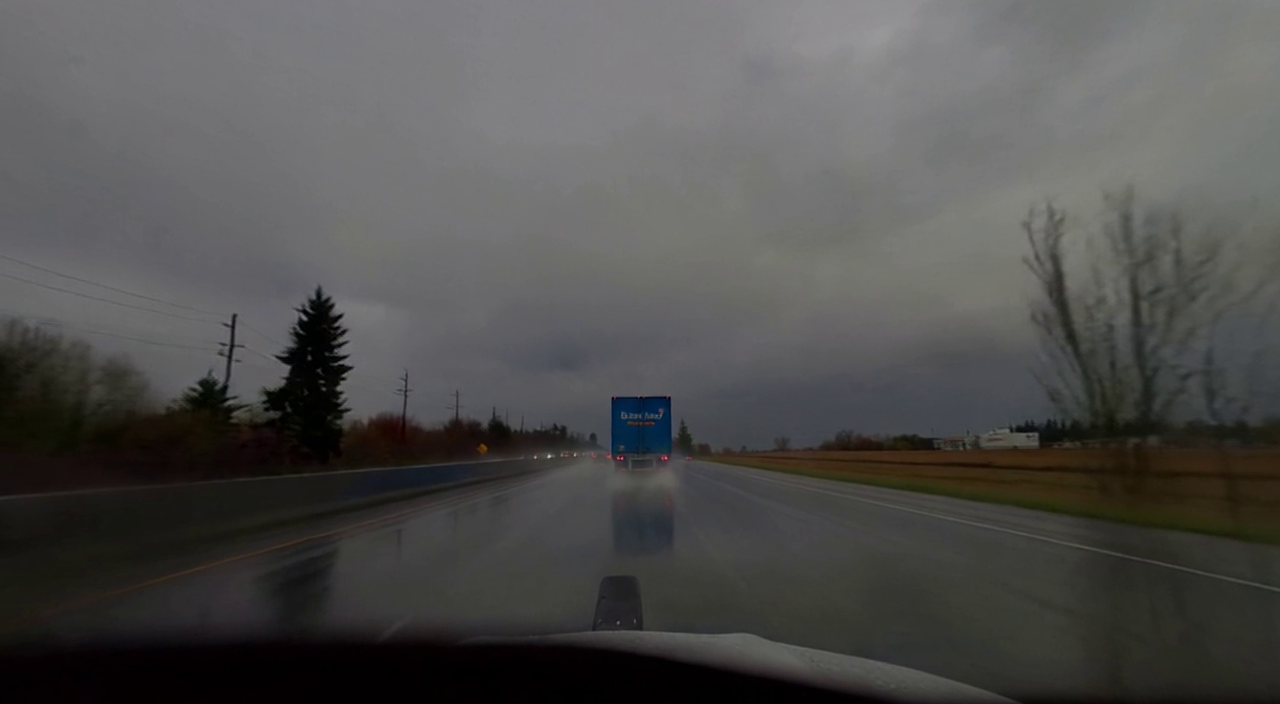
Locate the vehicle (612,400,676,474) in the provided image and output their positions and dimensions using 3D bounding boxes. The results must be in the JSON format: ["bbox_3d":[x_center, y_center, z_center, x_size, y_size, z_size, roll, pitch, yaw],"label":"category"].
[{"bbox_3d":[0.206,6.019,43.355,3.537,4.071,17.399,0,-9,0],"label":"vehicle"}]
